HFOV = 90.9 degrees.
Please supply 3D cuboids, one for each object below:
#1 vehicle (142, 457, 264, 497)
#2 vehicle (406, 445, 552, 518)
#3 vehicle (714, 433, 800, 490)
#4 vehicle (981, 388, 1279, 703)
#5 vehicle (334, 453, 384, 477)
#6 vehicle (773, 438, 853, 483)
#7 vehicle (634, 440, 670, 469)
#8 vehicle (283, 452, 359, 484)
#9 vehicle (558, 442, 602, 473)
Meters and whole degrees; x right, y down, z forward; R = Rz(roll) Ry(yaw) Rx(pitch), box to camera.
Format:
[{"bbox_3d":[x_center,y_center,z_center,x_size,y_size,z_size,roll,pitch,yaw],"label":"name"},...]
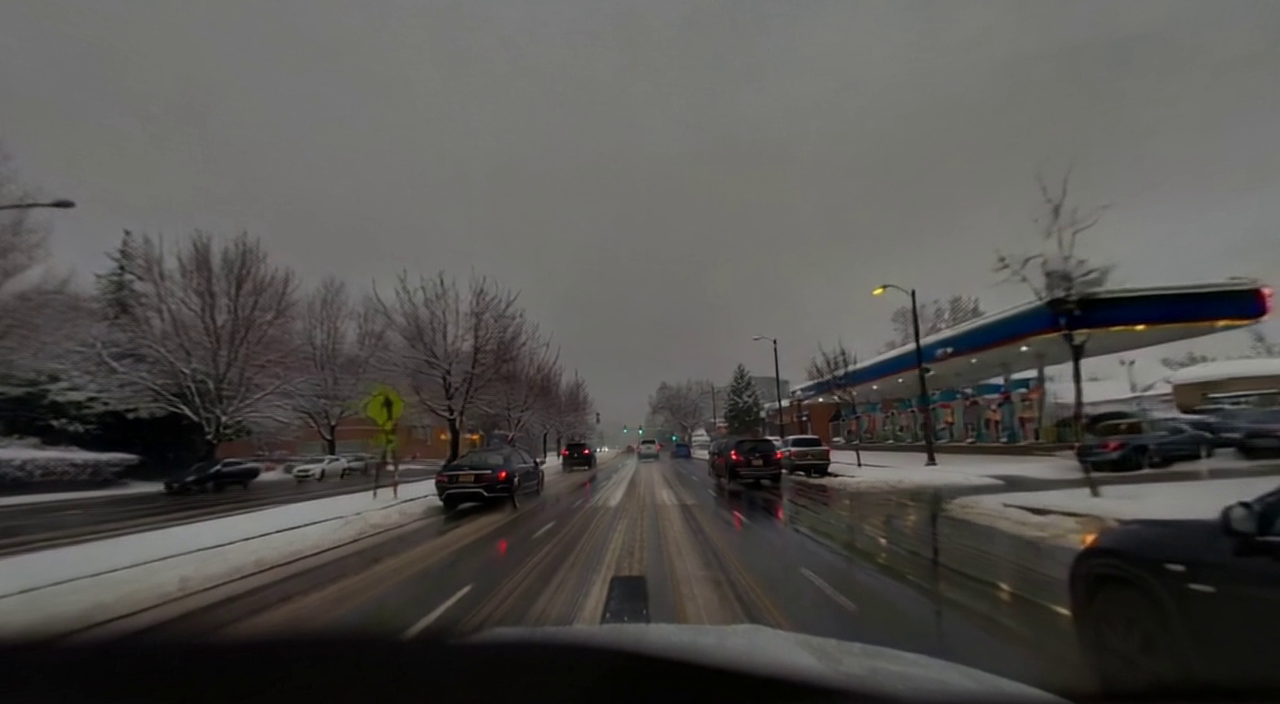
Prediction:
[{"bbox_3d":[-19.102,5.463,27.881,1.890,1.472,4.769,0,-8,1],"label":"vehicle"},{"bbox_3d":[-3.336,2.767,14.086,2.013,1.354,4.393,0,-8,1],"label":"vehicle"},{"bbox_3d":[3.821,3.669,21.485,1.980,1.709,4.813,0,-8,0],"label":"vehicle"},{"bbox_3d":[3.170,0.819,1.767,1.919,1.502,4.572,0,-8,1],"label":"vehicle"},{"bbox_3d":[-21.805,8.772,49.088,1.821,1.645,4.211,0,-8,1],"label":"vehicle"},{"bbox_3d":[7.340,4.671,27.328,2.417,1.736,5.043,-1,-9,5],"label":"vehicle"},{"bbox_3d":[0.730,6.472,40.010,2.192,1.674,4.124,0,-8,1],"label":"vehicle"},{"bbox_3d":[-18.555,6.741,36.944,1.947,1.616,4.638,0,-8,1],"label":"vehicle"},{"bbox_3d":[-3.263,5.834,35.140,1.988,1.645,3.995,0,-8,1],"label":"vehicle"}]
